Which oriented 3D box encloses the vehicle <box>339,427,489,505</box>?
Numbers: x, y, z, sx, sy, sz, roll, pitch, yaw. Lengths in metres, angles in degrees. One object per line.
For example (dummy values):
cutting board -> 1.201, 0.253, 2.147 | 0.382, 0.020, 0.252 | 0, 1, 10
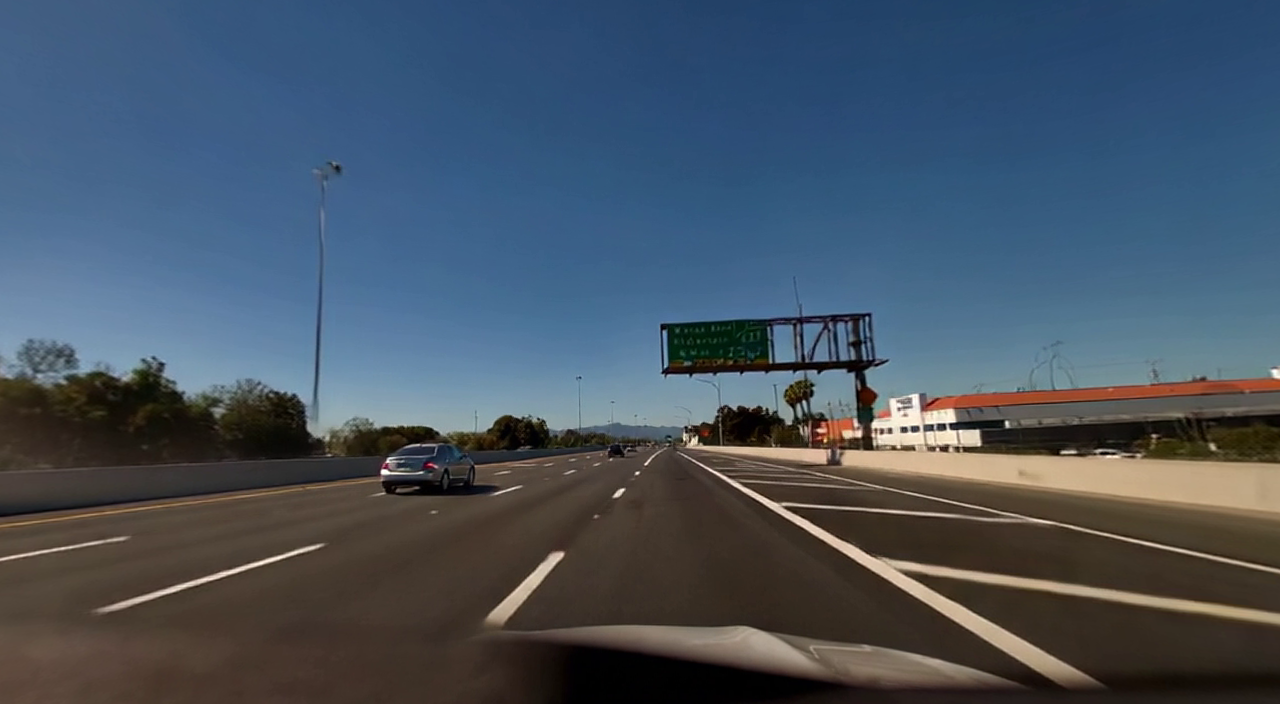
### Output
vehicle -> -5.878, 3.024, 17.199 | 2.145, 1.793, 4.762 | -1, -8, 3
